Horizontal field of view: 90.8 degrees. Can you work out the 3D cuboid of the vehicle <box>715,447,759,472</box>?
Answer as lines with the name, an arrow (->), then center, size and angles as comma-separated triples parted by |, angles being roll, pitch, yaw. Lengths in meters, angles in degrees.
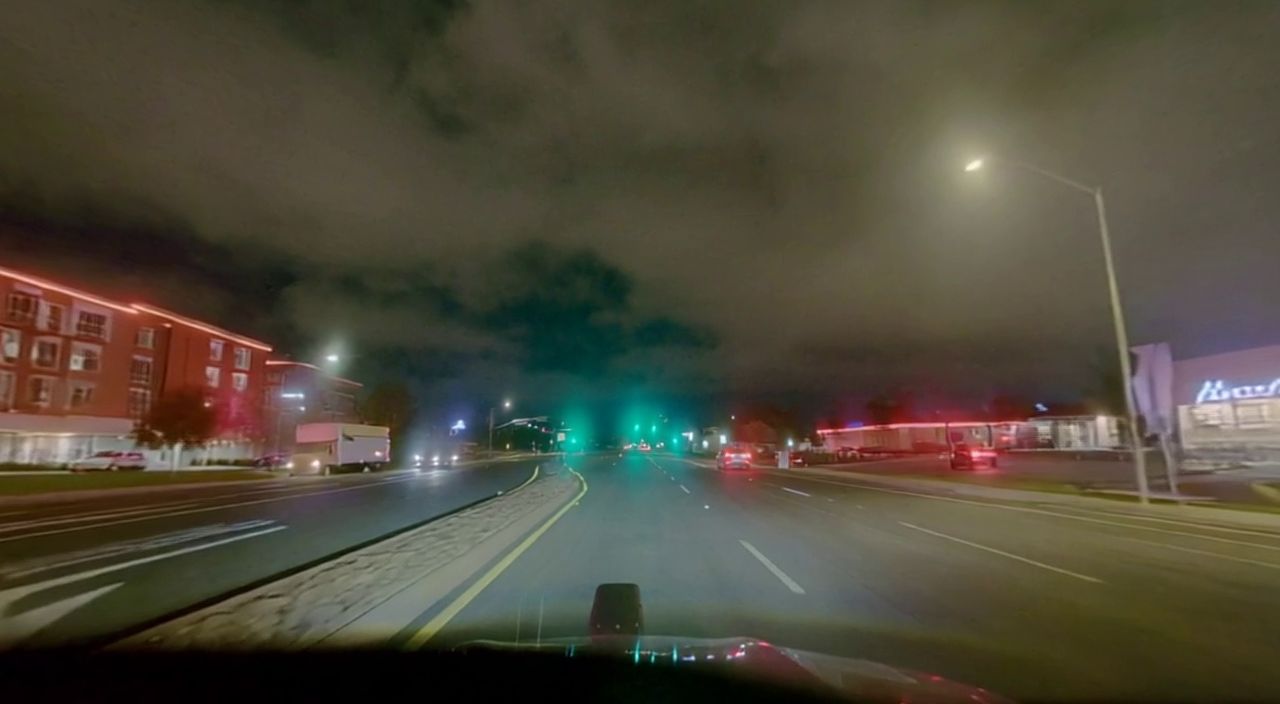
vehicle -> 5.968, 6.681, 39.388 | 1.916, 1.437, 4.327 | 0, -9, -2

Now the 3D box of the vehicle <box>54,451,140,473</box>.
vehicle -> -37.605, 7.608, 43.916 | 1.823, 1.460, 4.658 | 0, -9, 0

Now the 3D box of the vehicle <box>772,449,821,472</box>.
vehicle -> 10.260, 7.124, 41.656 | 1.902, 1.427, 4.458 | 0, -9, -3

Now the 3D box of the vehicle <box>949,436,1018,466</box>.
vehicle -> 19.813, 5.720, 36.624 | 1.815, 1.643, 3.746 | 0, -9, -1

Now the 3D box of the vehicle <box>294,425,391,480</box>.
vehicle -> -19.341, 6.608, 41.659 | 2.886, 3.299, 6.838 | 0, -9, 1
